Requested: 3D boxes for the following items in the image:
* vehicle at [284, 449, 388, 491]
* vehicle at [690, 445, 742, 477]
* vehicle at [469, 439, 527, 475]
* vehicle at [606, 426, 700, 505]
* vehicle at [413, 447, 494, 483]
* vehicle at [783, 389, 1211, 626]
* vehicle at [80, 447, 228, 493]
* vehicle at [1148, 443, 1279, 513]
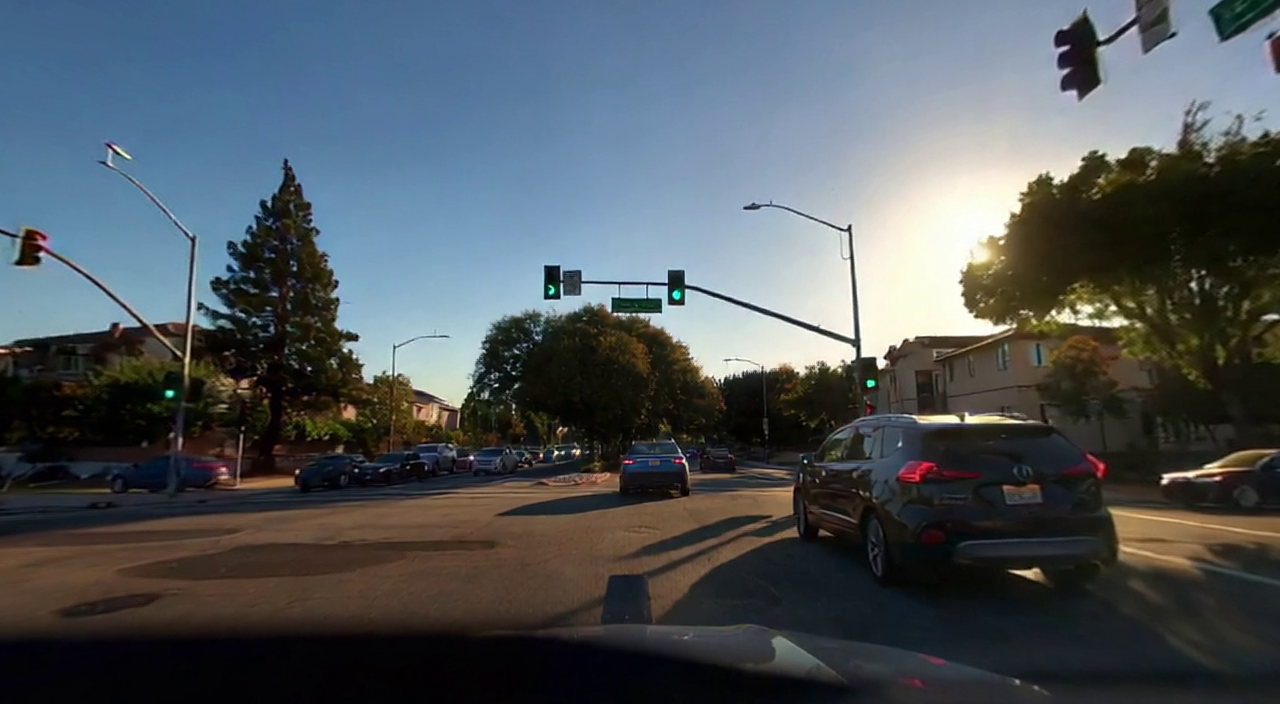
[{"bbox_3d":[-12.102,4.707,25.478,1.959,1.450,4.487,0,-8,1],"label":"vehicle"},{"bbox_3d":[3.849,5.584,32.767,2.096,1.489,4.757,0,-8,0],"label":"vehicle"},{"bbox_3d":[-8.218,6.086,36.903,2.182,1.939,4.889,0,-8,1],"label":"vehicle"},{"bbox_3d":[0.301,2.959,16.955,2.185,1.822,4.391,0,-8,0],"label":"vehicle"},{"bbox_3d":[-8.123,4.935,27.925,2.083,1.420,4.702,0,-8,1],"label":"vehicle"},{"bbox_3d":[3.251,1.496,7.095,2.166,1.799,4.372,0,-8,-1],"label":"vehicle"},{"bbox_3d":[-20.691,4.972,26.994,1.986,1.742,4.580,-7,-11,40],"label":"vehicle"},{"bbox_3d":[14.848,2.797,14.324,4.856,1.454,1.923,0,-8,1],"label":"vehicle"}]
